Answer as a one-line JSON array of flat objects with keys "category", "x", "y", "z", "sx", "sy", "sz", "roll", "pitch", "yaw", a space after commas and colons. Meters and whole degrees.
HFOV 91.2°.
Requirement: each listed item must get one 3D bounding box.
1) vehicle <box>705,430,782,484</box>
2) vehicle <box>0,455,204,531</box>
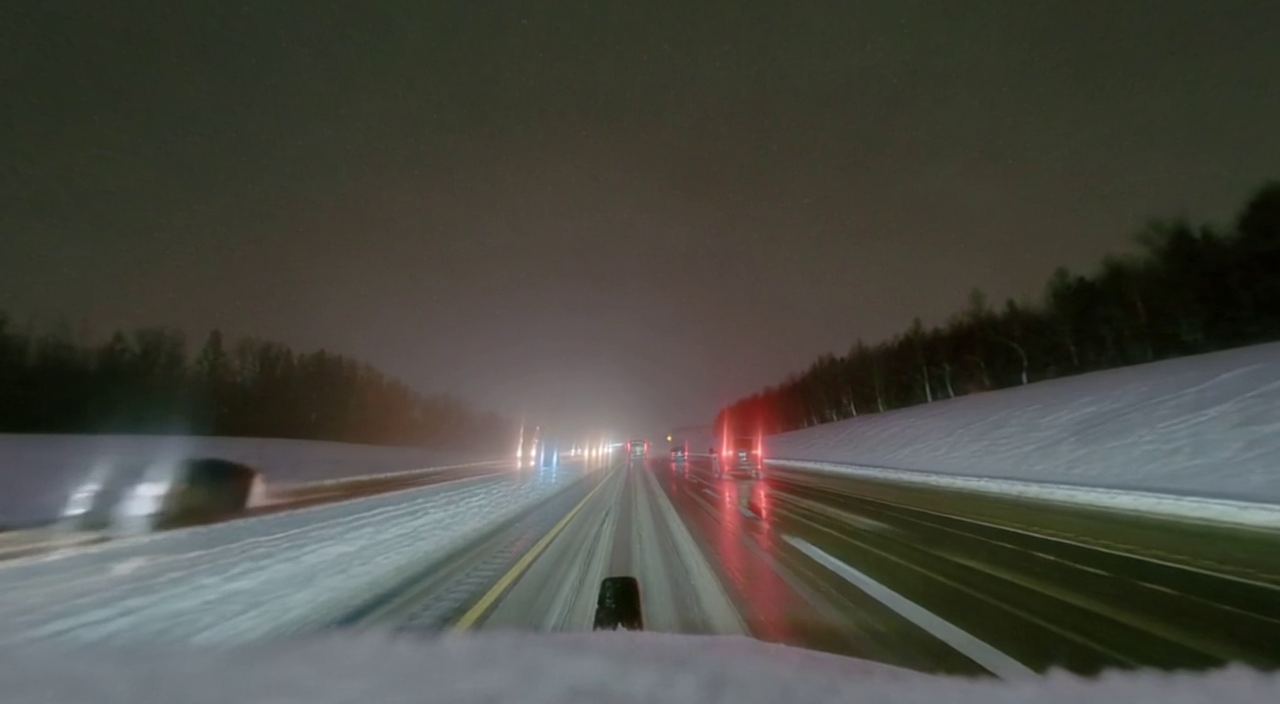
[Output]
[{"category": "vehicle", "x": 4.038, "y": 4.227, "z": 25.382, "sx": 2.177, "sy": 1.914, "sz": 5.245, "roll": 0, "pitch": -9, "yaw": 0}, {"category": "vehicle", "x": -12.870, "y": 3.307, "z": 15.189, "sx": 1.817, "sy": 1.546, "sz": 3.767, "roll": 0, "pitch": -9, "yaw": 0}]
